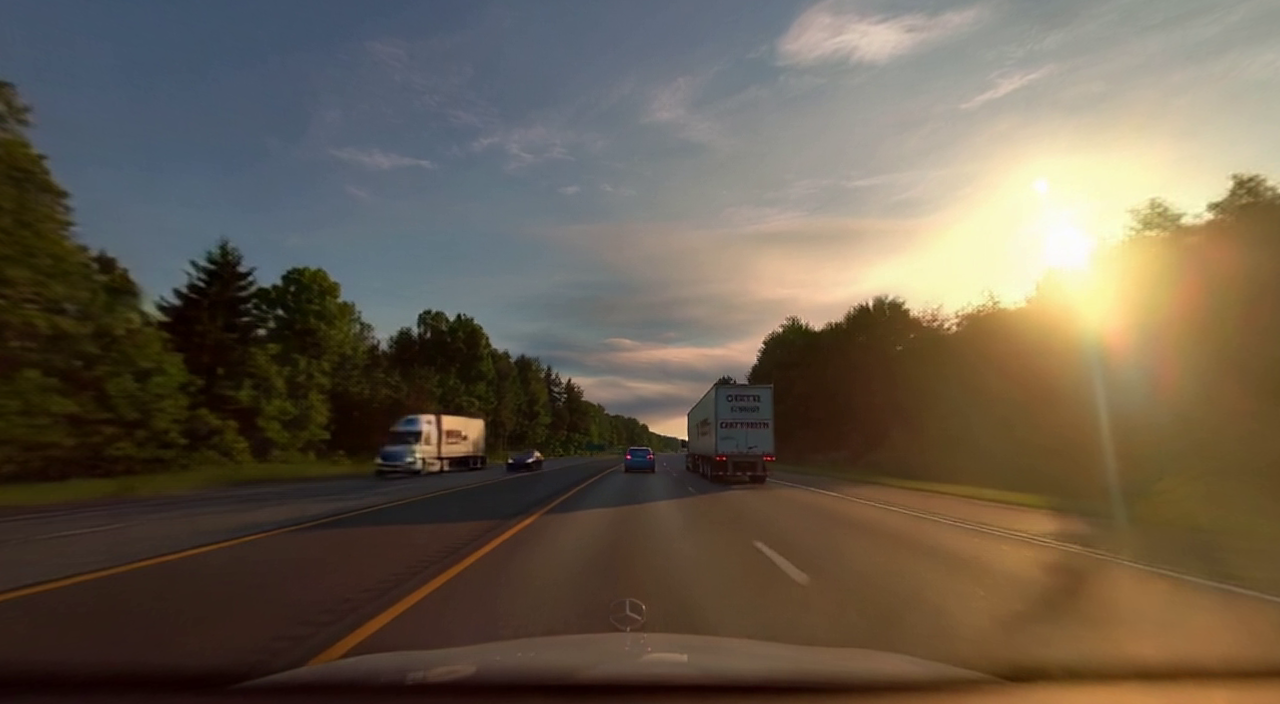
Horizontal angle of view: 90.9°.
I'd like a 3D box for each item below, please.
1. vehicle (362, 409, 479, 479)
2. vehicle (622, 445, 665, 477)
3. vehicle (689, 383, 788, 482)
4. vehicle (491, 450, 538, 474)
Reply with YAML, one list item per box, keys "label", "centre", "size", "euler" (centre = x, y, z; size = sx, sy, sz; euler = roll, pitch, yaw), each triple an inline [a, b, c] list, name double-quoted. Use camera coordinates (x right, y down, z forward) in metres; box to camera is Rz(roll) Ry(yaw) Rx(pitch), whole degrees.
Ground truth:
- label: "vehicle"
  centre: [-13.247, 5.795, 39.491]
  size: [3.135, 3.736, 10.955]
  euler: [0, -9, 2]
- label: "vehicle"
  centre: [0.181, 5.527, 32.138]
  size: [2.074, 1.475, 3.960]
  euler: [0, -9, 0]
- label: "vehicle"
  centre: [4.633, 4.455, 33.329]
  size: [2.909, 4.074, 14.457]
  euler: [0, -9, 0]
- label: "vehicle"
  centre: [-8.158, 7.188, 41.390]
  size: [1.975, 1.514, 4.708]
  euler: [0, -9, 2]
